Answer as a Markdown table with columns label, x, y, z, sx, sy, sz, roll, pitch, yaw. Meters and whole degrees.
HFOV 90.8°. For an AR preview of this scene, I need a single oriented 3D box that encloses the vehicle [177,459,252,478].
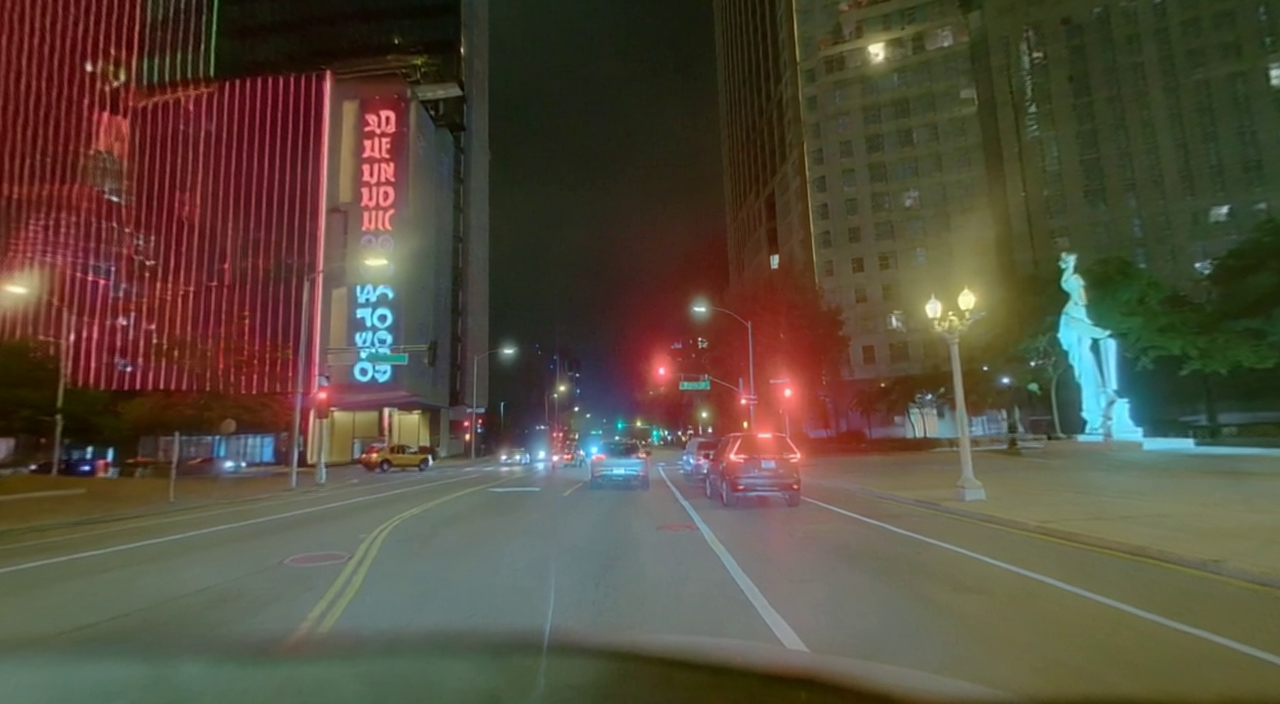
| label | x | y | z | sx | sy | sz | roll | pitch | yaw |
| --- | --- | --- | --- | --- | --- | --- | --- | --- | --- |
| vehicle | -32.397 | 8.861 | 48.135 | 4.392 | 1.427 | 1.764 | 0 | -9 | 0 |

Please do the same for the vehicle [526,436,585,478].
| label | x | y | z | sx | sy | sz | roll | pitch | yaw |
| --- | --- | --- | --- | --- | --- | --- | --- | --- | --- |
| vehicle | -3.601 | 4.588 | 27.809 | 2.045 | 1.633 | 4.864 | 0 | -9 | -2 |

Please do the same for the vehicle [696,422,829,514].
| label | x | y | z | sx | sy | sz | roll | pitch | yaw |
| --- | --- | --- | --- | --- | --- | --- | --- | --- | --- |
| vehicle | 2.598 | 2.608 | 14.633 | 2.096 | 1.775 | 4.440 | 0 | -9 | -1 |

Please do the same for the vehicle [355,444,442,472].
| label | x | y | z | sx | sy | sz | roll | pitch | yaw |
| --- | --- | --- | --- | --- | --- | --- | --- | --- | --- |
| vehicle | -15.935 | 7.022 | 41.899 | 4.855 | 1.769 | 2.071 | 0 | -9 | -2 |

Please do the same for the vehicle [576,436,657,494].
| label | x | y | z | sx | sy | sz | roll | pitch | yaw |
| --- | --- | --- | --- | --- | --- | --- | --- | --- | --- |
| vehicle | -0.610 | 3.250 | 18.504 | 2.096 | 1.492 | 4.071 | 0 | -9 | 0 |

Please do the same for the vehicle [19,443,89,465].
| label | x | y | z | sx | sy | sz | roll | pitch | yaw |
| --- | --- | --- | --- | --- | --- | --- | --- | --- | --- |
| vehicle | -44.956 | 7.832 | 48.504 | 3.671 | 1.498 | 1.670 | 2 | -10 | 4 |
